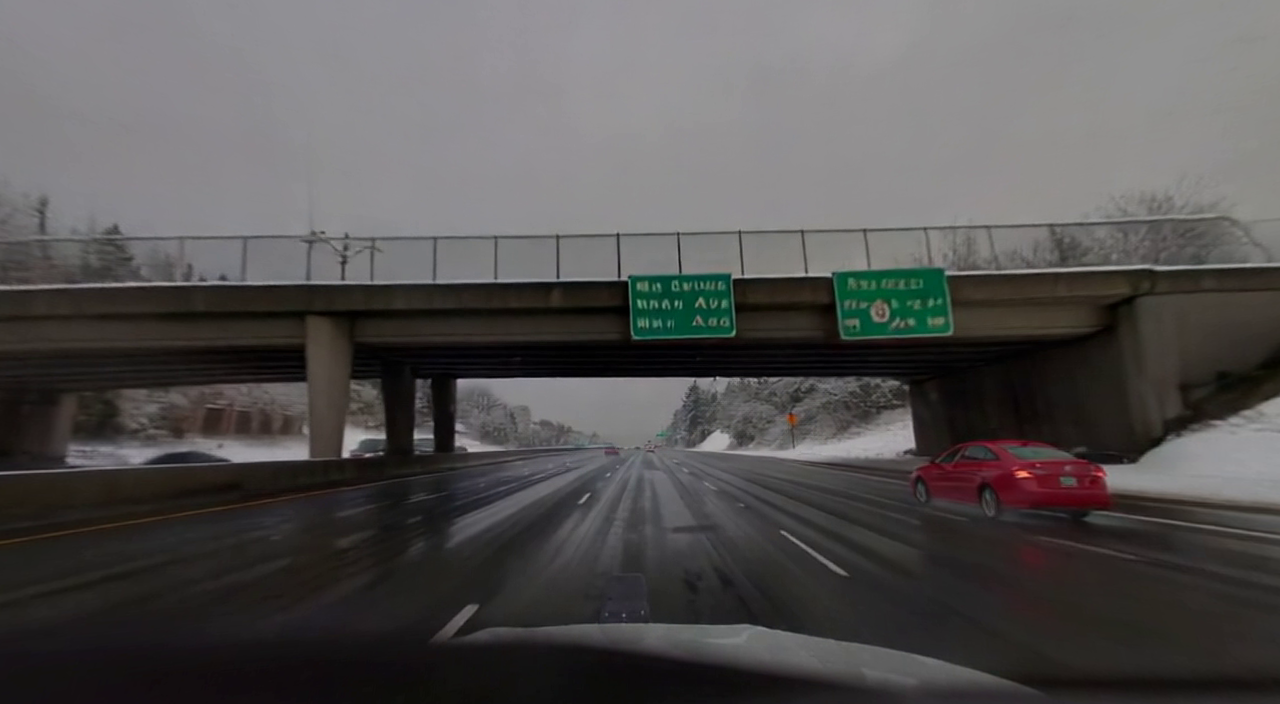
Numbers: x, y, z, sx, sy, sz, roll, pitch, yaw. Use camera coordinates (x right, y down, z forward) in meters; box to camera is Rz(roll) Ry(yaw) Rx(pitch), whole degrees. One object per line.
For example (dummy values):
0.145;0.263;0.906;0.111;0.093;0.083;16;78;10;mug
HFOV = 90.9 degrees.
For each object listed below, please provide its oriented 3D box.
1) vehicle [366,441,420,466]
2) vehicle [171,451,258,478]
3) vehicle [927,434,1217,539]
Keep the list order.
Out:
-17.824;7.367;45.774;1.961;1.700;4.758;0;-8;0;vehicle
-24.654;6.501;36.749;1.834;1.450;4.501;0;-8;1;vehicle
7.173;2.244;11.264;1.914;1.465;4.574;0;-8;0;vehicle
